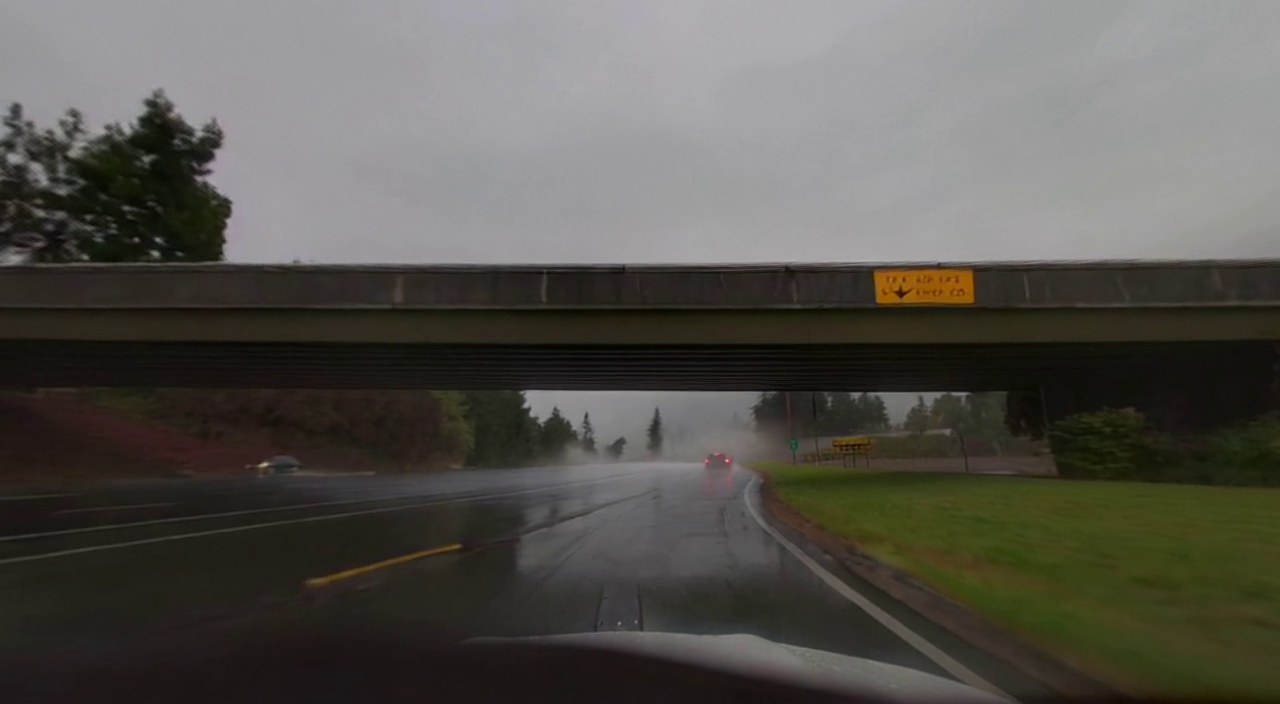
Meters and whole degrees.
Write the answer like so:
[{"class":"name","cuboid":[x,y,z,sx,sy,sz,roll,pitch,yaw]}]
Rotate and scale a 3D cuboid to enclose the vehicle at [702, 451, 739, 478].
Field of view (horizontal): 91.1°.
[{"class":"vehicle","cuboid":[4.707,6.486,36.433,1.980,1.449,3.650,-2,-9,9]}]
